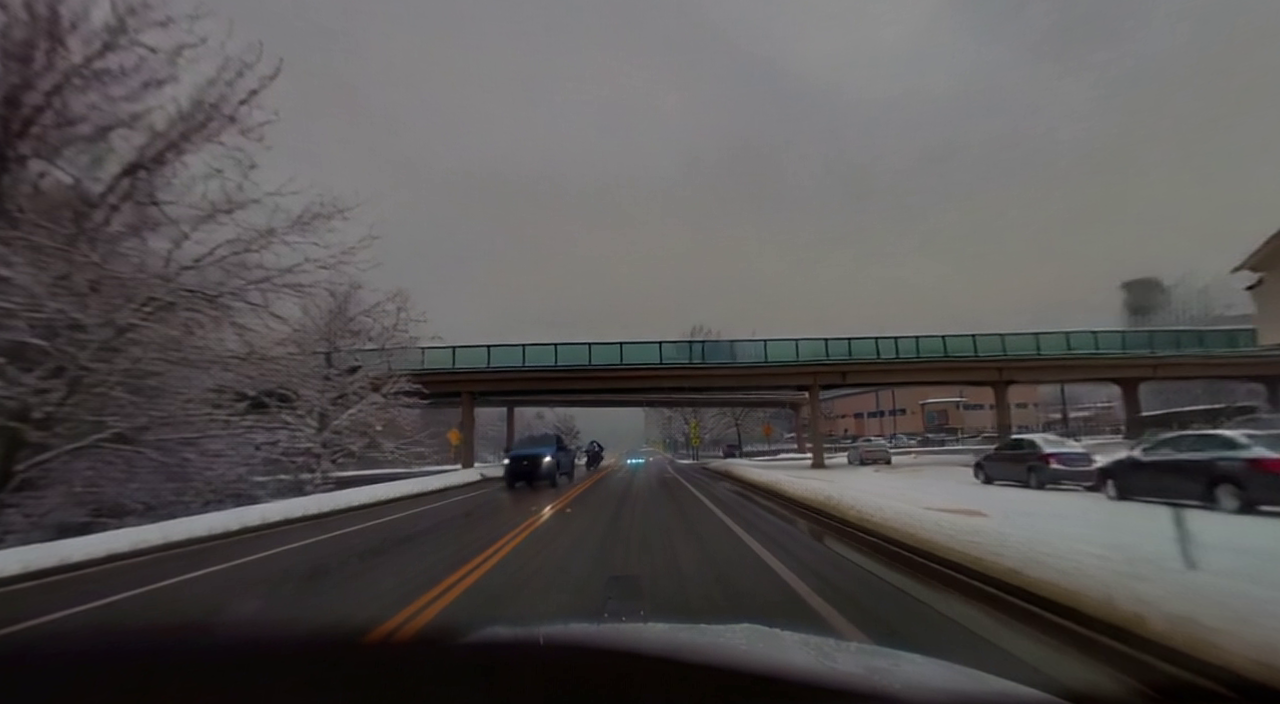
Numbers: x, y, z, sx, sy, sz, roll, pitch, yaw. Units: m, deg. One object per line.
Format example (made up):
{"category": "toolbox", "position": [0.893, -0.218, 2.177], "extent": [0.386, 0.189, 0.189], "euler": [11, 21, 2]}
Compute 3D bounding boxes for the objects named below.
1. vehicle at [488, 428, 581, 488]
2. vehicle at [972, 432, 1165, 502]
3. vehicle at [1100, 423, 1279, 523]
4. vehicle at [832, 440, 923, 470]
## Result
{"category": "vehicle", "position": [-3.865, 4.045, 24.314], "extent": [2.468, 1.993, 5.840], "euler": [-1, -9, 1]}
{"category": "vehicle", "position": [11.653, 3.112, 17.585], "extent": [2.189, 1.510, 4.458], "euler": [-5, -8, 0]}
{"category": "vehicle", "position": [11.639, 2.225, 12.100], "extent": [2.051, 1.534, 4.466], "euler": [-6, -9, 0]}
{"category": "vehicle", "position": [14.398, 6.233, 38.344], "extent": [2.078, 1.523, 4.760], "euler": [2, -7, -34]}
